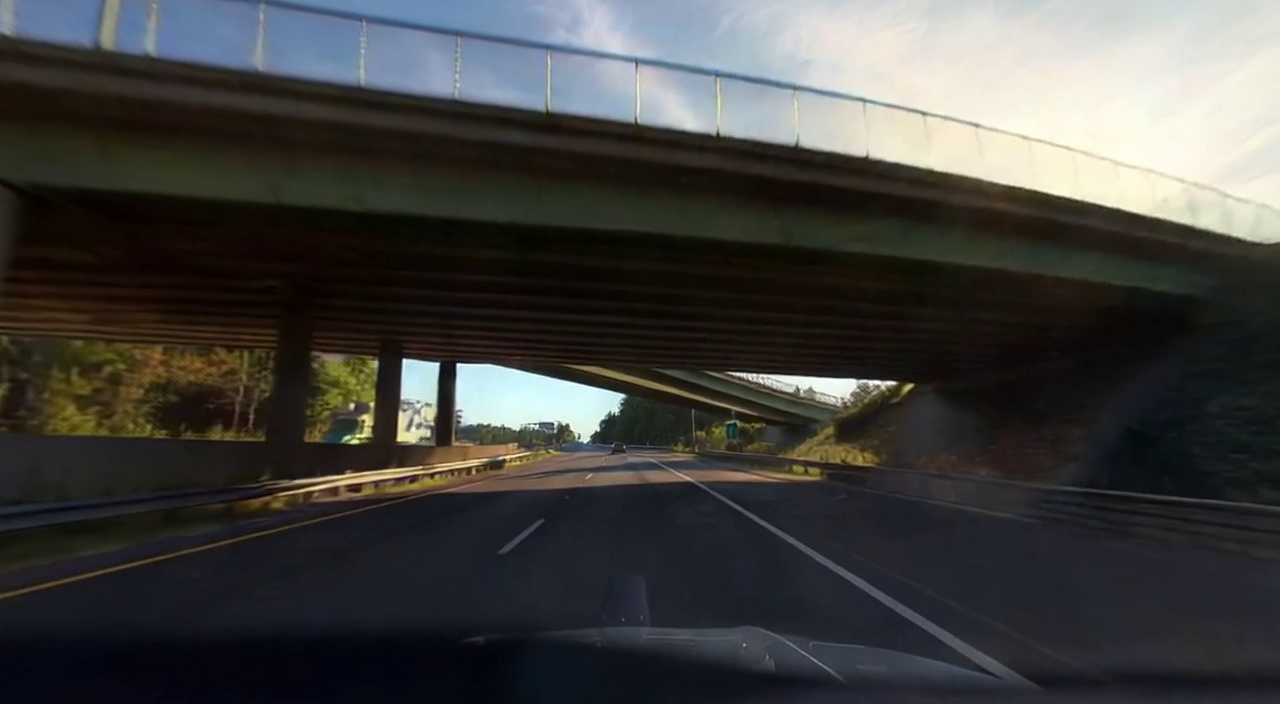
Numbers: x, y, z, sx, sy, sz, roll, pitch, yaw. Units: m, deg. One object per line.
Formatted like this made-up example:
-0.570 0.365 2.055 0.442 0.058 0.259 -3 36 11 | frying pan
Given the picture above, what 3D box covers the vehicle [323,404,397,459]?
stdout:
-21.342 6.181 48.388 3.017 3.927 5.948 1 -9 -3 | vehicle
